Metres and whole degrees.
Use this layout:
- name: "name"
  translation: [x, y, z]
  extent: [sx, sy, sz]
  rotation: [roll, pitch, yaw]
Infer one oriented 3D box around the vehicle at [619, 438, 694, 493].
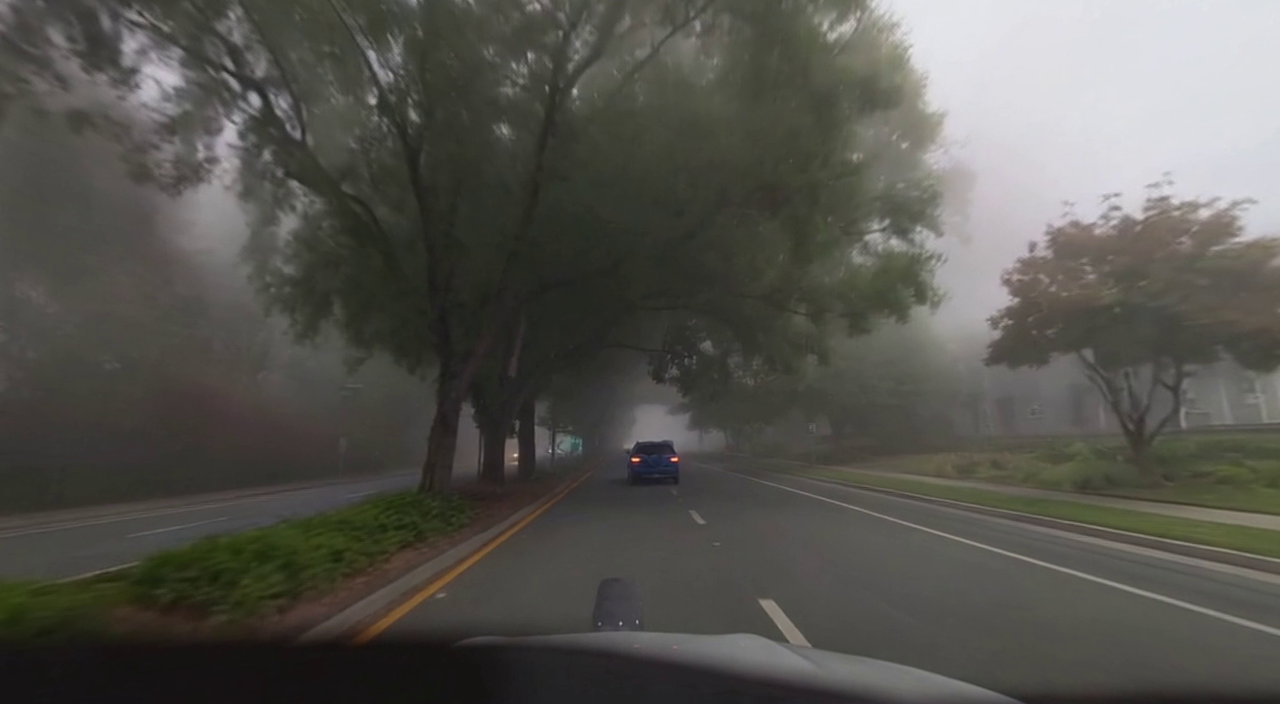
- name: "vehicle"
  translation: [0.393, 3.652, 20.711]
  extent: [2.066, 1.603, 4.475]
  rotation: [0, -9, -3]
